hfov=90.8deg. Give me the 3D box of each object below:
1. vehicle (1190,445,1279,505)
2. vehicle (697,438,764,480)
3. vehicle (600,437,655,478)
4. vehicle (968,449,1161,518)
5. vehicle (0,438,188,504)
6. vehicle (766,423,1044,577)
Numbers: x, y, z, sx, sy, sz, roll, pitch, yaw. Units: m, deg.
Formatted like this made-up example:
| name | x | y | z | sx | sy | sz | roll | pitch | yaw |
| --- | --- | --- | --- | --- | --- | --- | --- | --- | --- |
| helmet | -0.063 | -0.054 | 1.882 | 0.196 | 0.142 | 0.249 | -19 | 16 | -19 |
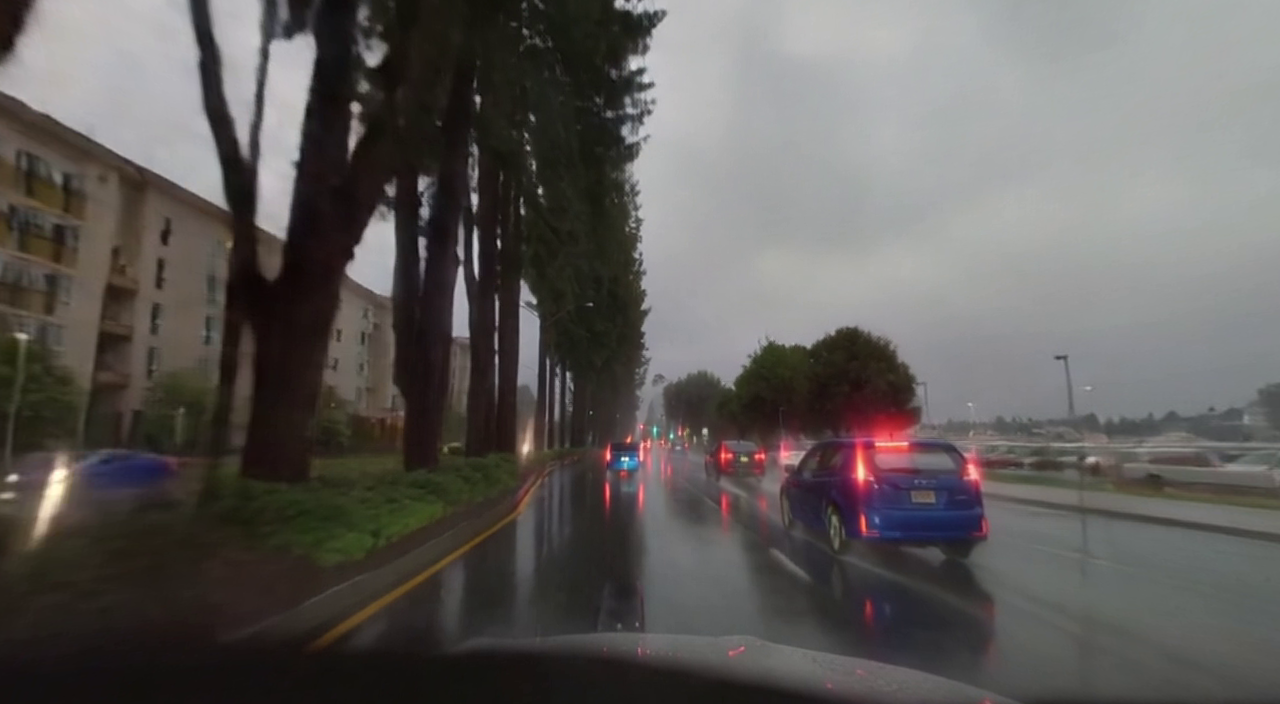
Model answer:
| name | x | y | z | sx | sy | sz | roll | pitch | yaw |
| --- | --- | --- | --- | --- | --- | --- | --- | --- | --- |
| vehicle | 17.358 | 3.336 | 17.509 | 4.063 | 1.465 | 2.038 | 6 | -10 | -33 |
| vehicle | 3.424 | 4.130 | 24.644 | 1.908 | 1.453 | 4.230 | 0 | -8 | -1 |
| vehicle | -0.457 | 4.069 | 24.631 | 1.994 | 1.479 | 3.647 | 0 | -8 | -1 |
| vehicle | 10.210 | 3.146 | 15.683 | 1.788 | 1.412 | 4.226 | 0 | -8 | -1 |
| vehicle | -14.874 | 3.119 | 17.123 | 1.993 | 1.503 | 5.004 | 1 | -8 | -7 |
| vehicle | 3.014 | 1.741 | 8.204 | 1.852 | 1.498 | 3.825 | 0 | -8 | -2 |
